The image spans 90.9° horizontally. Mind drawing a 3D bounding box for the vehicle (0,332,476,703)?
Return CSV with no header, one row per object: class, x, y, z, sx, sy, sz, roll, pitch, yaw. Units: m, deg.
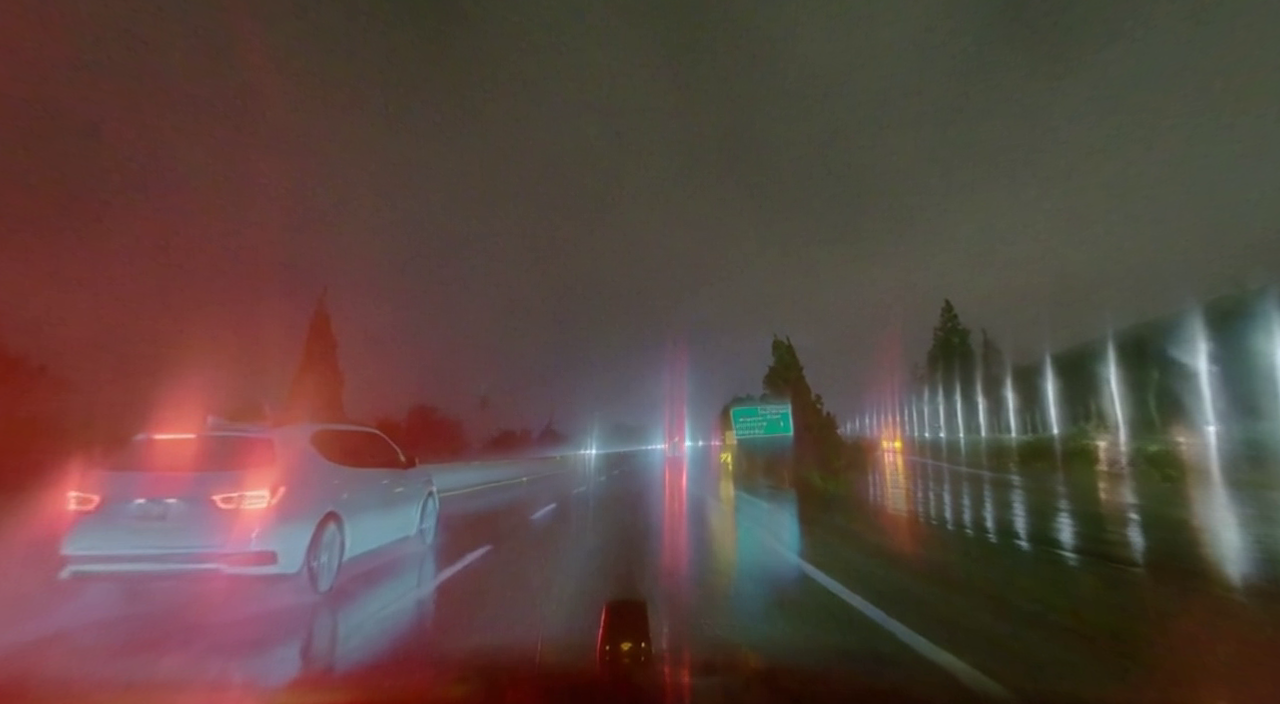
vehicle,-3.433,1.266,5.935,2.143,1.851,5.817,0,-9,1
